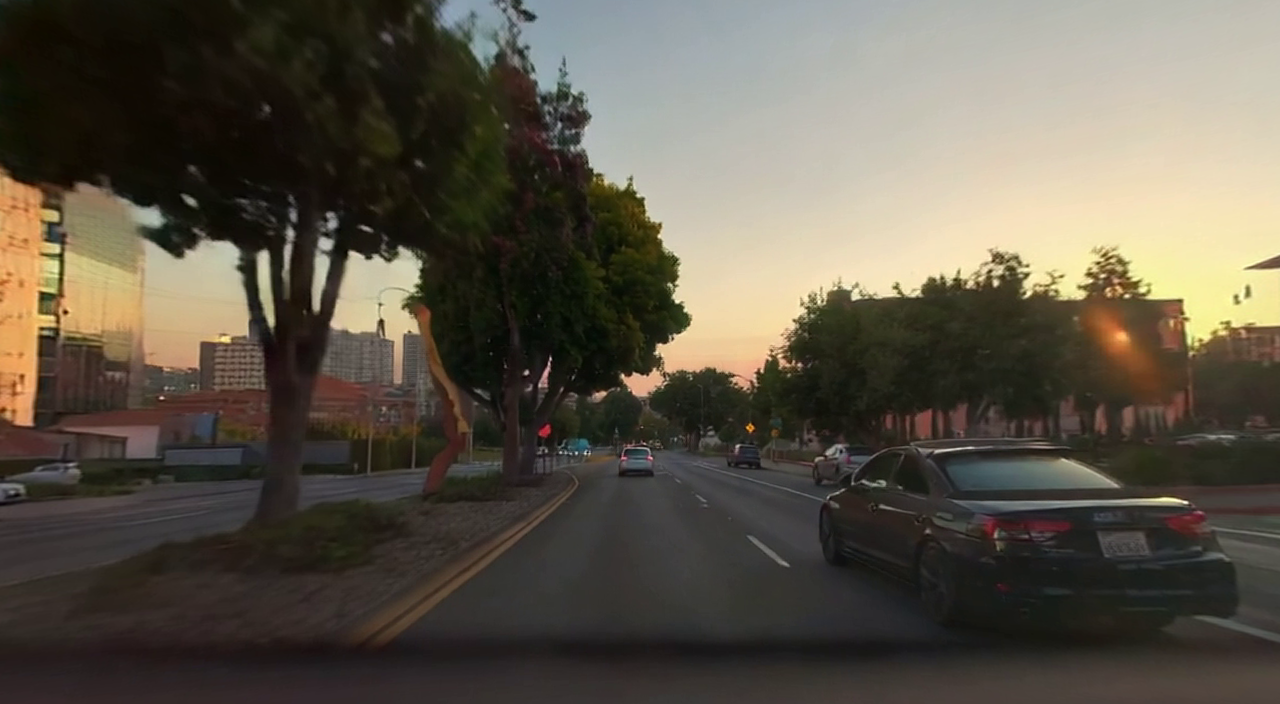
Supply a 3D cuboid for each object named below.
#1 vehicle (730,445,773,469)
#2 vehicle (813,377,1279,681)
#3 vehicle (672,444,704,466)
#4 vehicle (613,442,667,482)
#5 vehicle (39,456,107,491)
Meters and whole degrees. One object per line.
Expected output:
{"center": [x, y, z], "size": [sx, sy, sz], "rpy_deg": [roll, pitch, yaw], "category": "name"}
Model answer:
{"center": [7.356, 6.992, 42.198], "size": [1.936, 1.516, 4.579], "rpy_deg": [0, -9, -2], "category": "vehicle"}
{"center": [3.144, 1.310, 5.697], "size": [1.949, 1.723, 4.020], "rpy_deg": [0, -9, -1], "category": "vehicle"}
{"center": [3.372, 7.344, 45.028], "size": [1.910, 1.474, 4.003], "rpy_deg": [0, -9, -1], "category": "vehicle"}
{"center": [-0.028, 4.395, 25.459], "size": [2.006, 1.487, 3.535], "rpy_deg": [0, -9, -1], "category": "vehicle"}
{"center": [-30.851, 6.567, 34.332], "size": [4.272, 1.704, 2.031], "rpy_deg": [-8, -11, 40], "category": "vehicle"}
